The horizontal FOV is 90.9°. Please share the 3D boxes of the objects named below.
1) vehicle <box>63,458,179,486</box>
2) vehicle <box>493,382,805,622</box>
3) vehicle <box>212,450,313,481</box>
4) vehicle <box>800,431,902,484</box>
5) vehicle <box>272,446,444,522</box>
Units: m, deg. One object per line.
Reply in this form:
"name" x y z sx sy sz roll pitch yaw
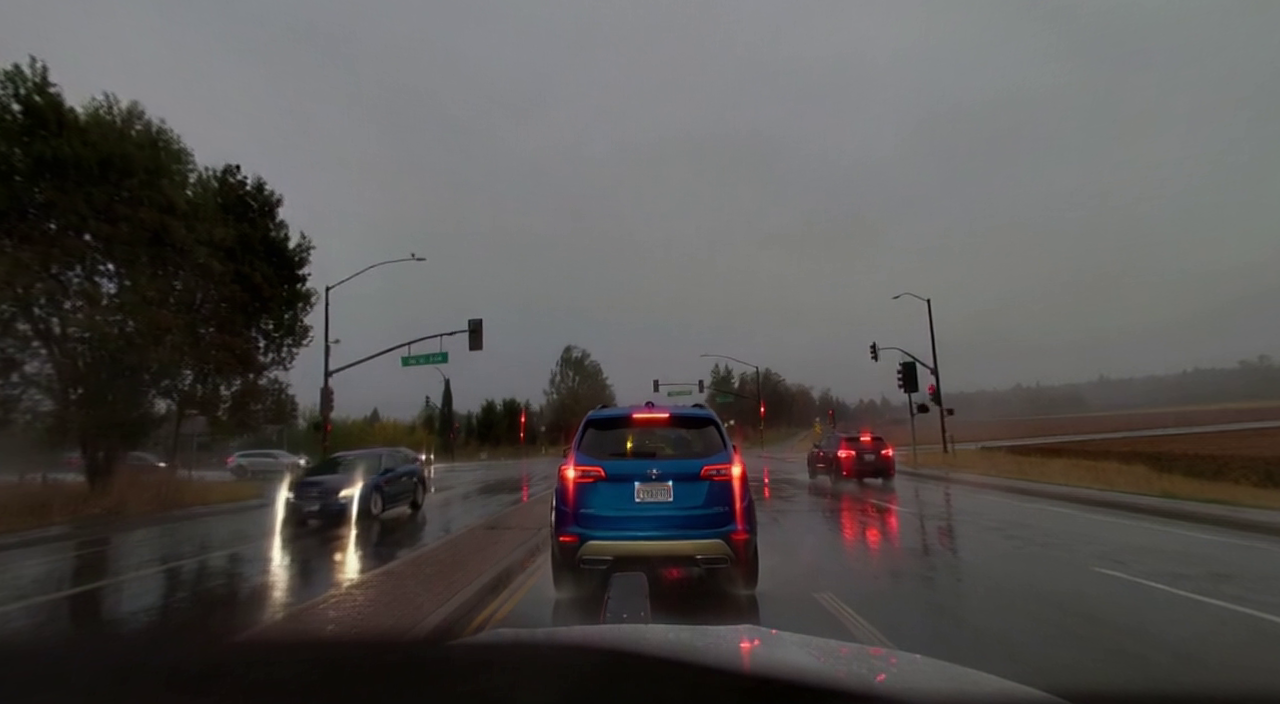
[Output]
"vehicle" -29.315 6.788 35.734 4.559 1.458 2.265 0 -8 2
"vehicle" 0.056 1.409 6.816 2.298 1.770 4.138 0 -8 0
"vehicle" -21.414 6.407 35.838 4.608 1.680 2.026 -2 -8 10
"vehicle" 7.121 3.603 21.825 2.012 1.636 4.352 0 -8 0
"vehicle" -6.391 3.001 15.057 2.425 1.480 4.707 1 -8 -7
